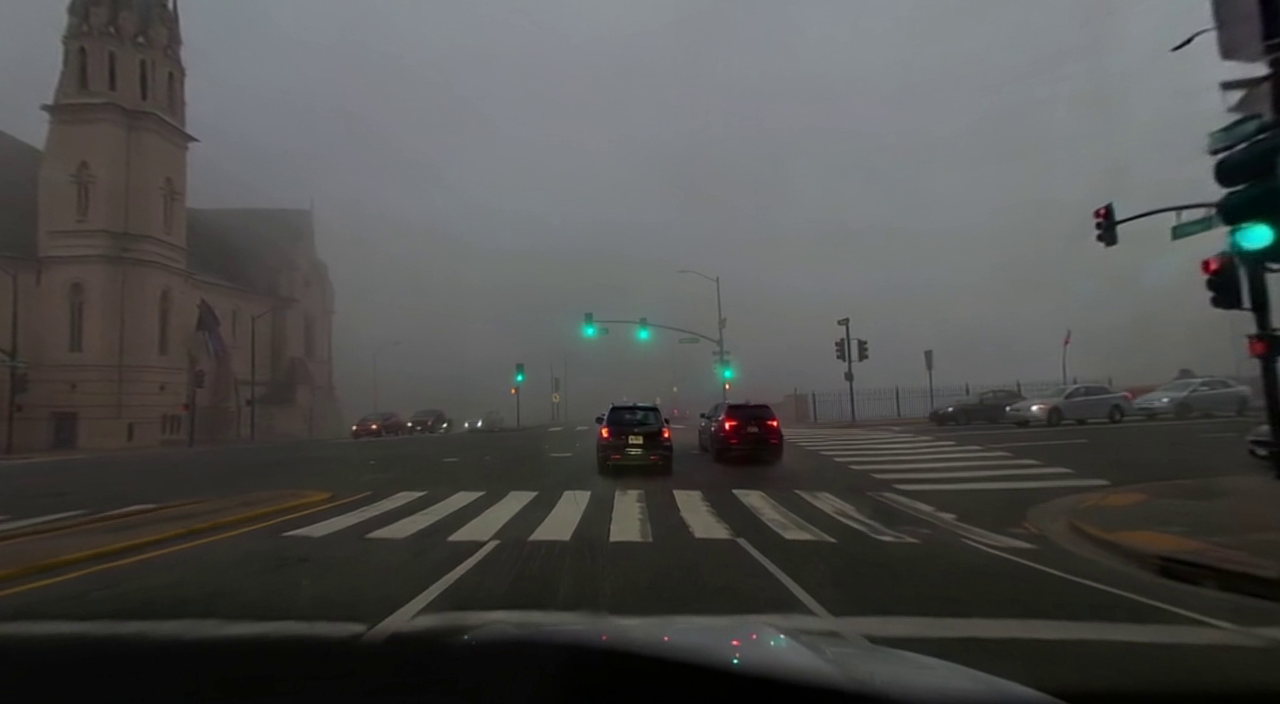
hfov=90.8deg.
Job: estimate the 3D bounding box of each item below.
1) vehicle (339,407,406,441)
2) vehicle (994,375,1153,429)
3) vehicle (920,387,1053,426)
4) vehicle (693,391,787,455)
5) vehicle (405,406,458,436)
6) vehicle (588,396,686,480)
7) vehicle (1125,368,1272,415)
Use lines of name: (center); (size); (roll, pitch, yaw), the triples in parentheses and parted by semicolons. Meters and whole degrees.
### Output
vehicle: (-16.412, 4.544, 39.158); (1.969, 1.896, 5.404); (1, -8, -2)
vehicle: (16.515, 1.897, 24.229); (4.512, 1.734, 2.143); (-3, -4, -4)
vehicle: (14.720, 2.327, 27.034); (4.488, 1.475, 2.083); (-1, -5, -3)
vehicle: (3.100, 2.190, 20.601); (2.080, 1.735, 4.650); (-1, -3, -3)
vehicle: (-13.435, 4.522, 40.958); (2.069, 1.790, 4.358); (1, -8, -3)
vehicle: (-0.196, 2.048, 16.007); (2.168, 1.776, 4.135); (0, -3, -4)
vehicle: (24.460, 1.781, 27.793); (4.428, 1.928, 2.190); (0, -6, -3)
